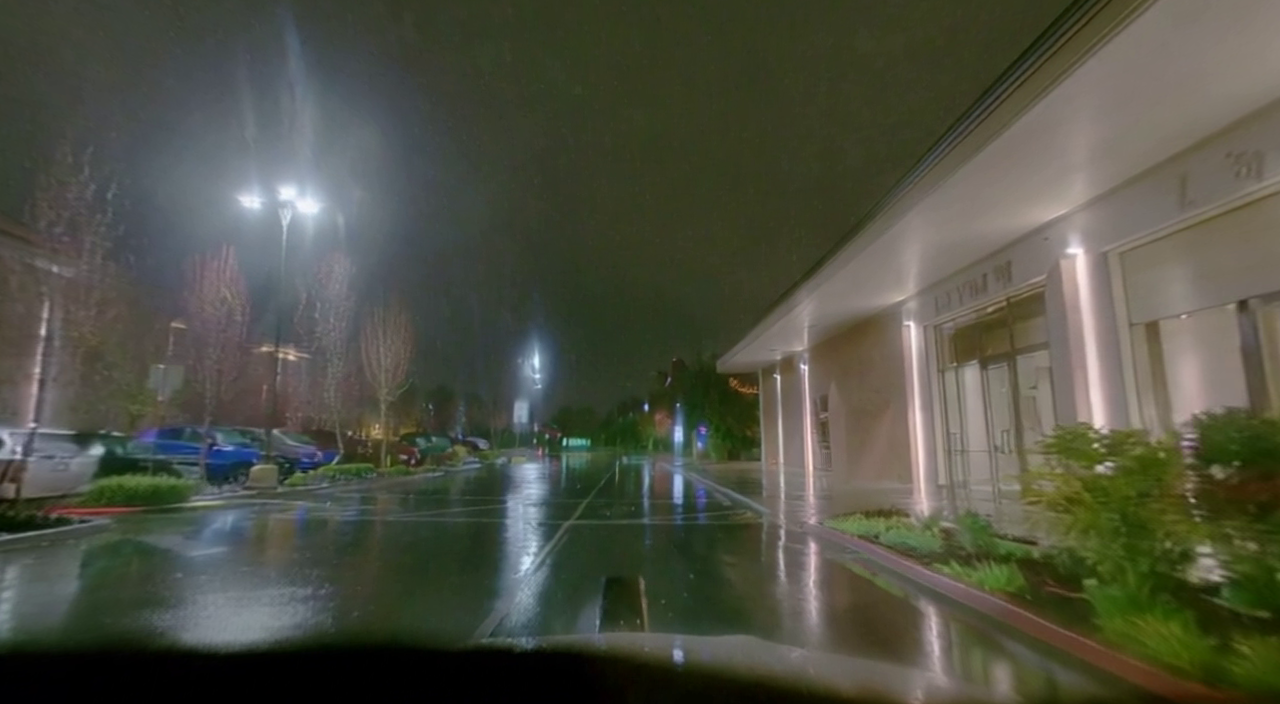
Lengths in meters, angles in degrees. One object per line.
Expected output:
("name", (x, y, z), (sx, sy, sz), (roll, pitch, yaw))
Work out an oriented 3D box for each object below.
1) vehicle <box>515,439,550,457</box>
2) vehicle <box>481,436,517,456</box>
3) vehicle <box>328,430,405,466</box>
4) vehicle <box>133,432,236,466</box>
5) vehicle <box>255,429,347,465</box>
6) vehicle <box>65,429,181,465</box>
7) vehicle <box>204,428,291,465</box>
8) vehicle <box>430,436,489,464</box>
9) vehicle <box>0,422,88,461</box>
("vehicle", (-8.350, 7.474, 49.407), (1.898, 1.335, 3.869), (0, -9, 2))
("vehicle", (-10.784, 7.214, 48.469), (1.968, 1.473, 4.493), (1, -9, -3))
("vehicle", (-13.133, 4.648, 30.633), (1.892, 1.597, 4.259), (0, -9, -2))
("vehicle", (-21.532, 4.600, 30.075), (1.909, 1.474, 3.908), (0, -9, 2))
("vehicle", (-16.072, 4.545, 30.226), (1.928, 1.613, 4.197), (0, -9, 2))
("vehicle", (-24.501, 4.516, 30.152), (1.773, 1.498, 4.085), (3, -8, 5))
("vehicle", (-18.782, 4.544, 30.422), (1.902, 1.645, 3.903), (1, -8, -5))
("vehicle", (-10.397, 5.664, 36.798), (1.891, 1.464, 4.646), (2, -8, 2))
("vehicle", (-29.535, 4.333, 30.375), (1.842, 1.713, 4.411), (0, -9, 2))
